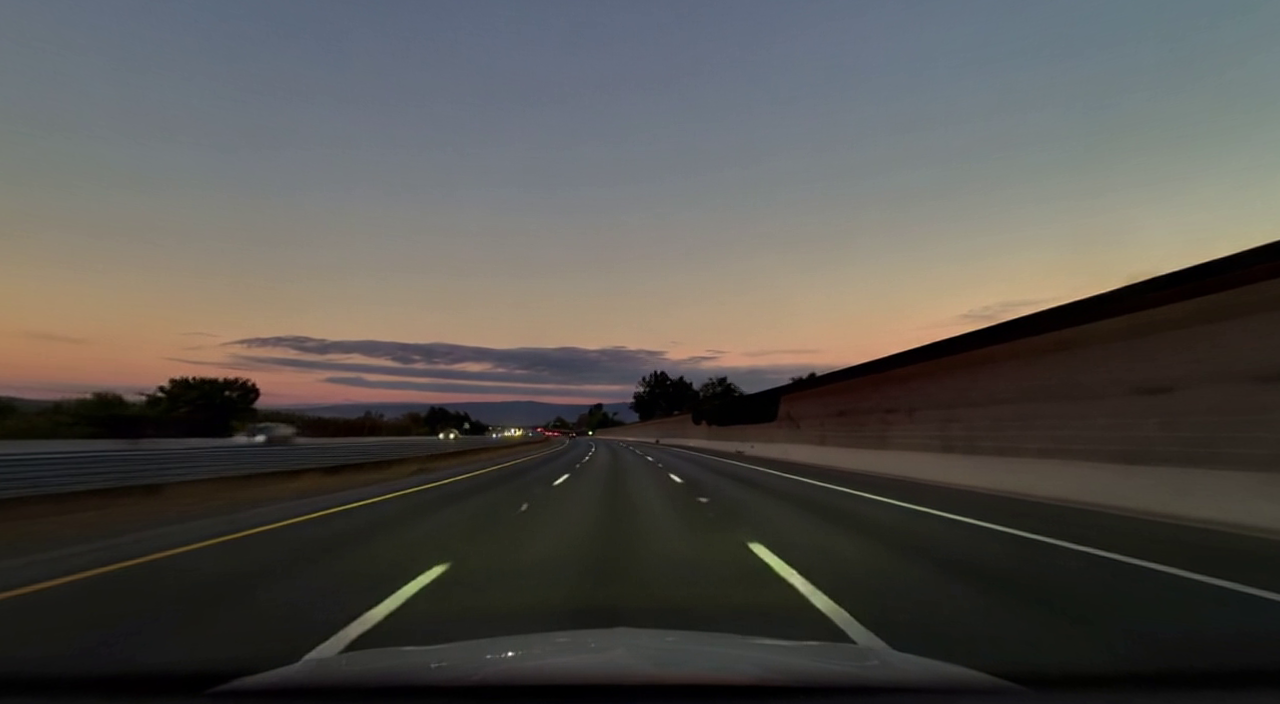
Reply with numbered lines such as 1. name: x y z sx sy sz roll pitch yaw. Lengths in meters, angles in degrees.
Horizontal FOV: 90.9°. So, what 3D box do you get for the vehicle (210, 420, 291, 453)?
1. vehicle: -24.313 5.302 39.599 2.032 1.913 4.787 0 -8 -1
